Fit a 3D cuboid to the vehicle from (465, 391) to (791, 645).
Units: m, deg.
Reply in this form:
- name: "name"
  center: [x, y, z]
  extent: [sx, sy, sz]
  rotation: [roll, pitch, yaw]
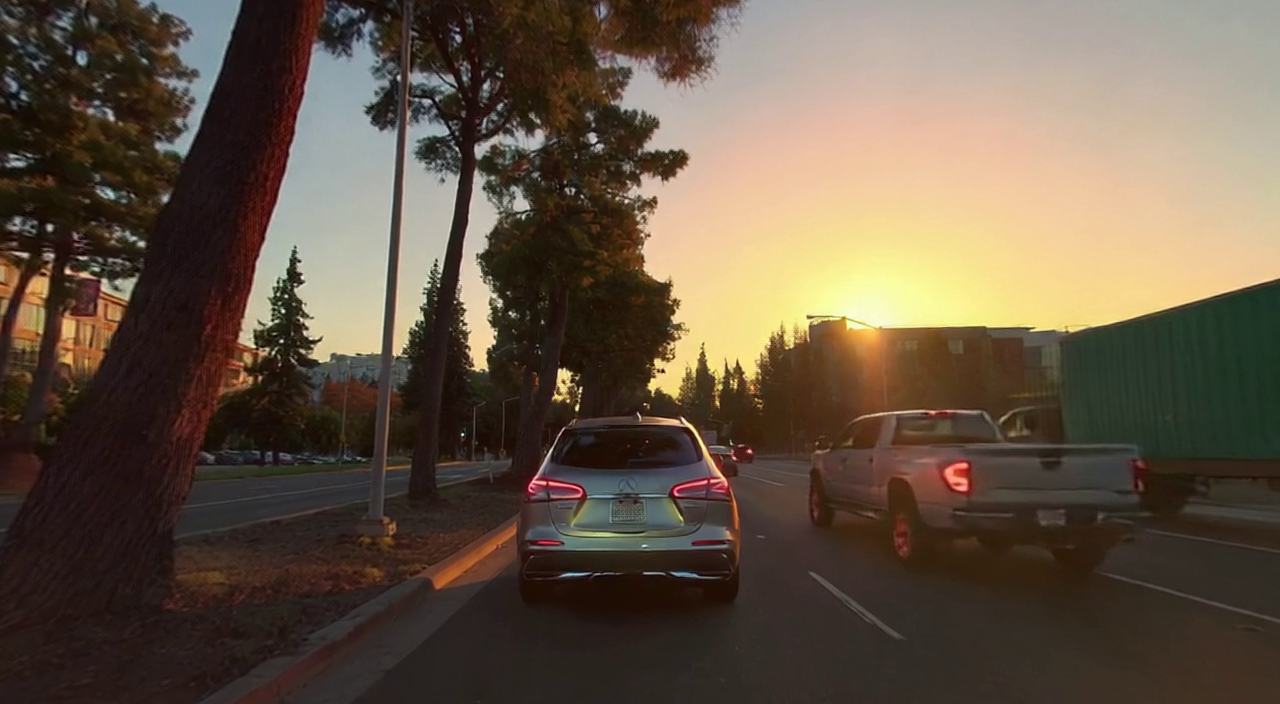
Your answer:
- name: "vehicle"
  center: [-0.090, 1.414, 6.321]
  extent: [2.172, 1.694, 4.055]
  rotation: [0, -8, 0]

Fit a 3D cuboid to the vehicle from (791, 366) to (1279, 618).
- name: "vehicle"
  center: [3.954, 1.553, 8.135]
  extent: [2.440, 1.962, 6.363]
  rotation: [0, -8, 0]
